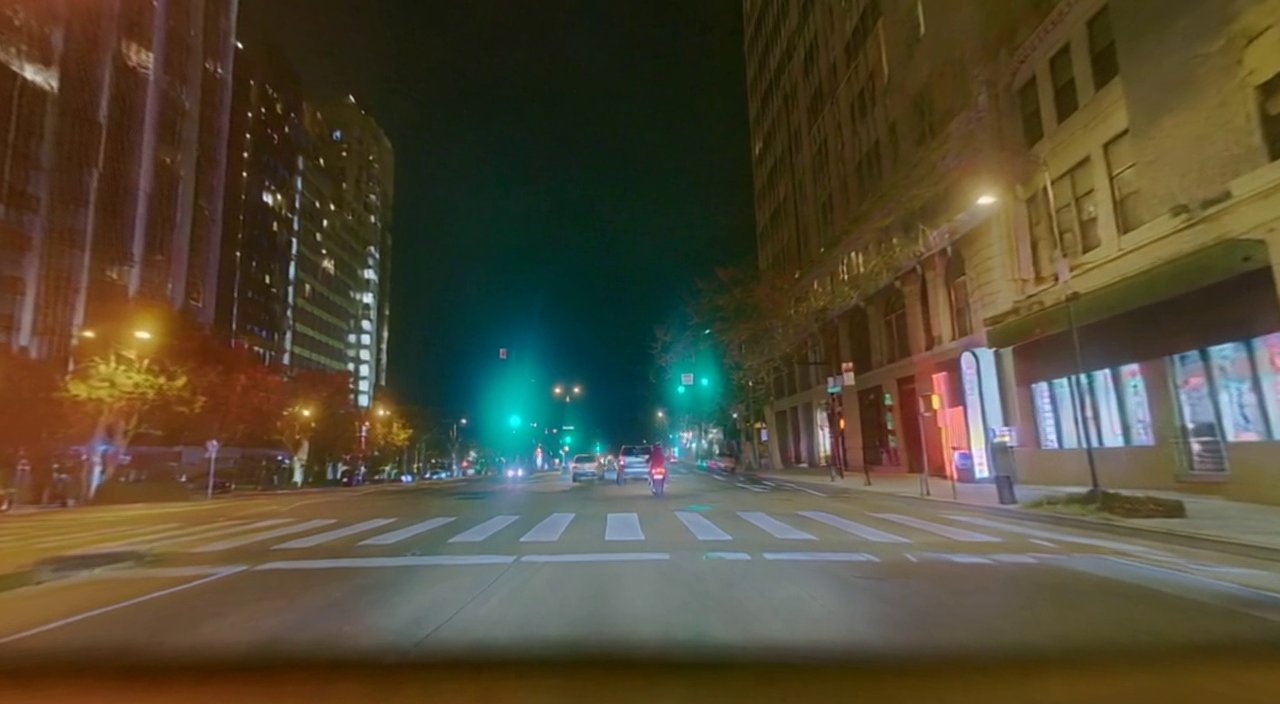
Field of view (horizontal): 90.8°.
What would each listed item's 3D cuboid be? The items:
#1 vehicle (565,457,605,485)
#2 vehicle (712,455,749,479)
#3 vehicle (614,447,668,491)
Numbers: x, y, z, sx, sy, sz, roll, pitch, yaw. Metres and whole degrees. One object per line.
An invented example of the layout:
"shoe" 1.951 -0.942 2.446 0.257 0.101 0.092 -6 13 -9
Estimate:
"vehicle" -3.210 7.069 37.727 2.014 1.470 4.552 0 -9 -1
"vehicle" 6.706 8.547 47.093 2.069 1.590 4.066 0 -9 -1
"vehicle" -0.021 5.108 27.983 2.223 1.775 4.250 0 -9 -2
